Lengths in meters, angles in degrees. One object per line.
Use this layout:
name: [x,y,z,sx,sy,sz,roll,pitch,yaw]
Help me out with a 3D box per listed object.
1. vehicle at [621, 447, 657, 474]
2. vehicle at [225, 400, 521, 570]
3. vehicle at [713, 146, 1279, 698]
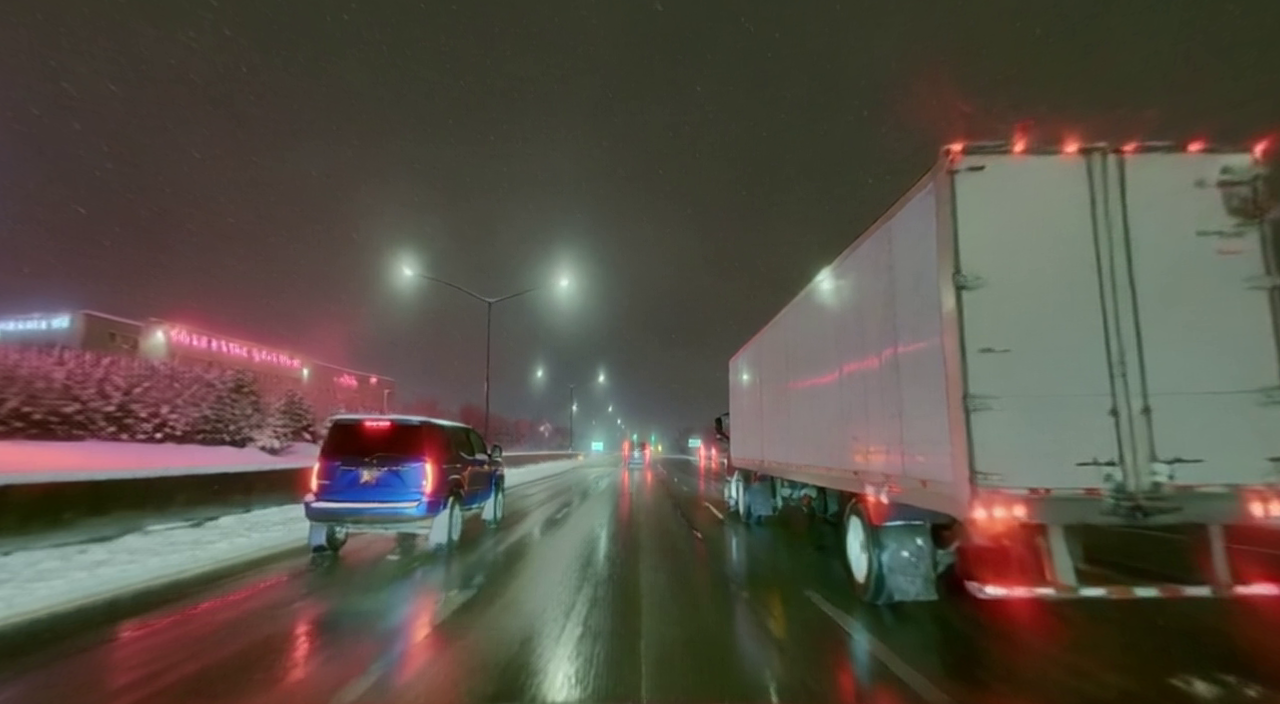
vehicle: [-0.064,6.004,35.335,1.929,1.395,3.999,0,-9,0]
vehicle: [-3.309,1.783,9.192,2.229,1.806,4.698,0,-9,0]
vehicle: [3.289,1.138,9.278,2.934,3.325,10.986,0,-9,-1]
